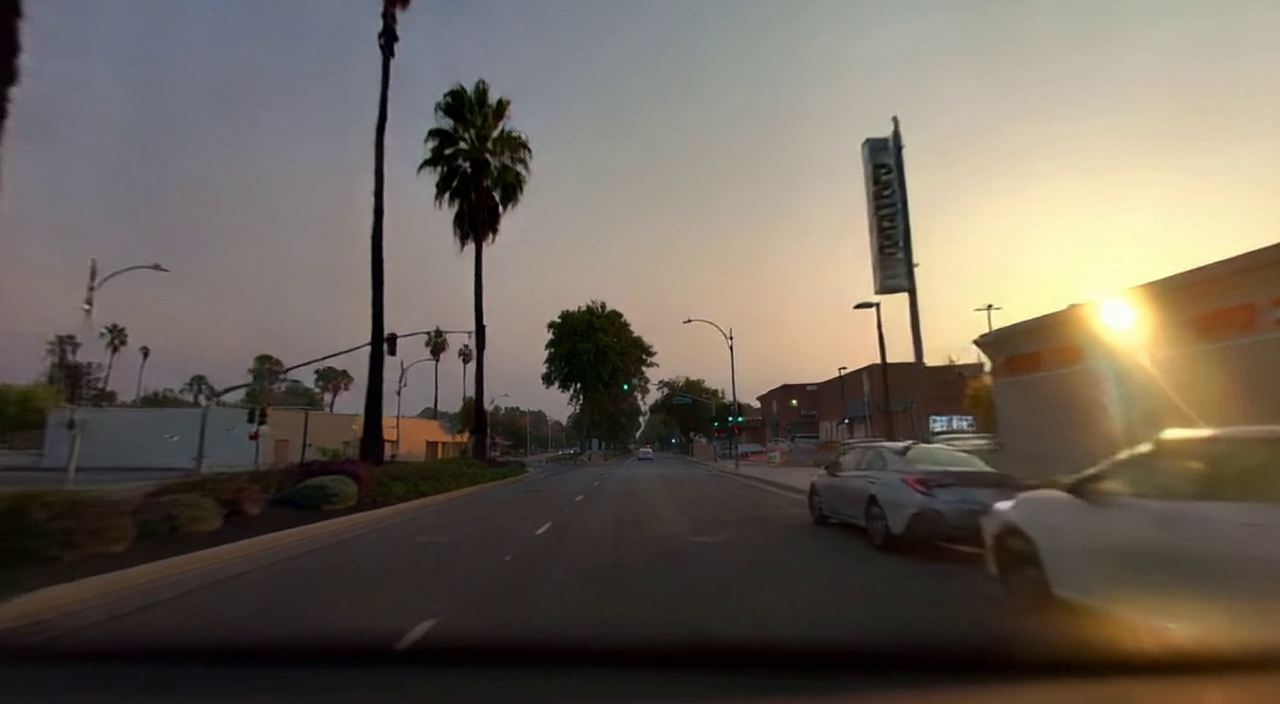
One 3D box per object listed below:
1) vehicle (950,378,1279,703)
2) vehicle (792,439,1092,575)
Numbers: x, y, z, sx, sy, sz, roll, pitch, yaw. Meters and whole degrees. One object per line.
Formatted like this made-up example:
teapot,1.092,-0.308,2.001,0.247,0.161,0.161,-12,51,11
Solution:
vehicle,4.027,1.056,3.481,2.089,1.652,4.668,1,-9,-2
vehicle,4.031,2.093,9.535,2.047,1.491,4.634,1,-7,-3
